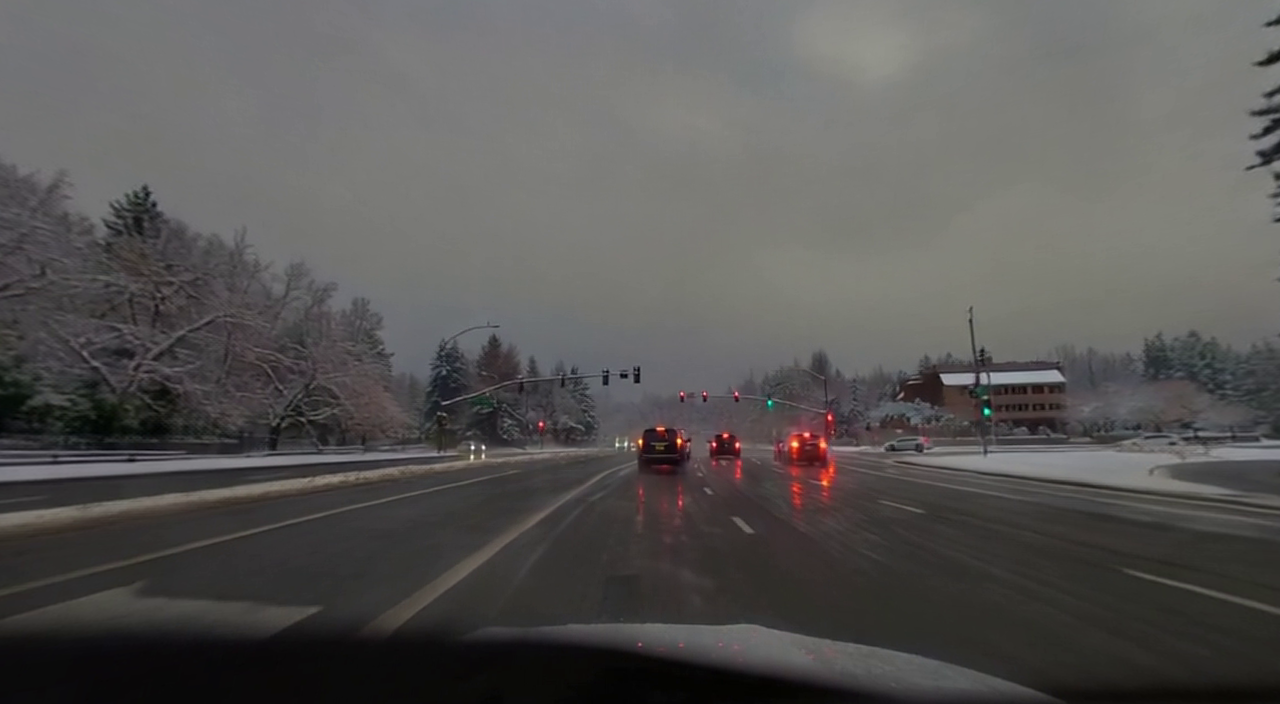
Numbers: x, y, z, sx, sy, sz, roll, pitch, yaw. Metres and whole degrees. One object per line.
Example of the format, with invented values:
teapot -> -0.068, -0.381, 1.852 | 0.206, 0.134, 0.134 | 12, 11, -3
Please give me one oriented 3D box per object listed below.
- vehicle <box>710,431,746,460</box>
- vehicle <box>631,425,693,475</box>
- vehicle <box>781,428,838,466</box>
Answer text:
vehicle -> 5.809, 6.192, 41.590 | 2.188, 1.774, 4.646 | -1, -9, 8
vehicle -> 0.925, 3.883, 24.988 | 2.211, 1.795, 4.179 | -1, -9, 4
vehicle -> 8.731, 4.974, 32.948 | 2.074, 1.791, 4.393 | -1, -9, 5
